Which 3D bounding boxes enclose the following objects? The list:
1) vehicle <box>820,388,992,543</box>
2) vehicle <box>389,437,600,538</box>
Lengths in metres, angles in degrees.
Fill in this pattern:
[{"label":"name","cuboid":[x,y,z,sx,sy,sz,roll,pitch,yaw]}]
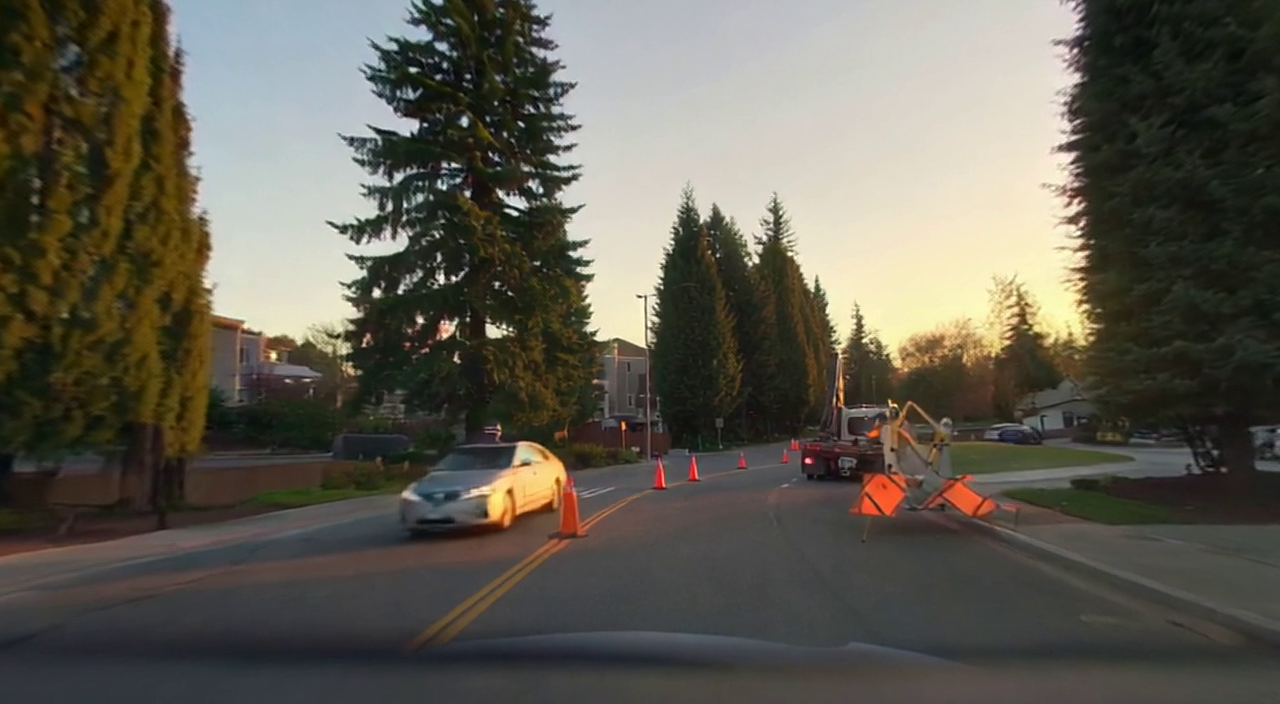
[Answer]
[{"label":"vehicle","cuboid":[4.345,1.863,10.903,1.913,2.241,3.024,-2,-7,8]},{"label":"vehicle","cuboid":[-2.323,2.296,11.548,1.933,1.428,4.449,-2,-8,14]}]
